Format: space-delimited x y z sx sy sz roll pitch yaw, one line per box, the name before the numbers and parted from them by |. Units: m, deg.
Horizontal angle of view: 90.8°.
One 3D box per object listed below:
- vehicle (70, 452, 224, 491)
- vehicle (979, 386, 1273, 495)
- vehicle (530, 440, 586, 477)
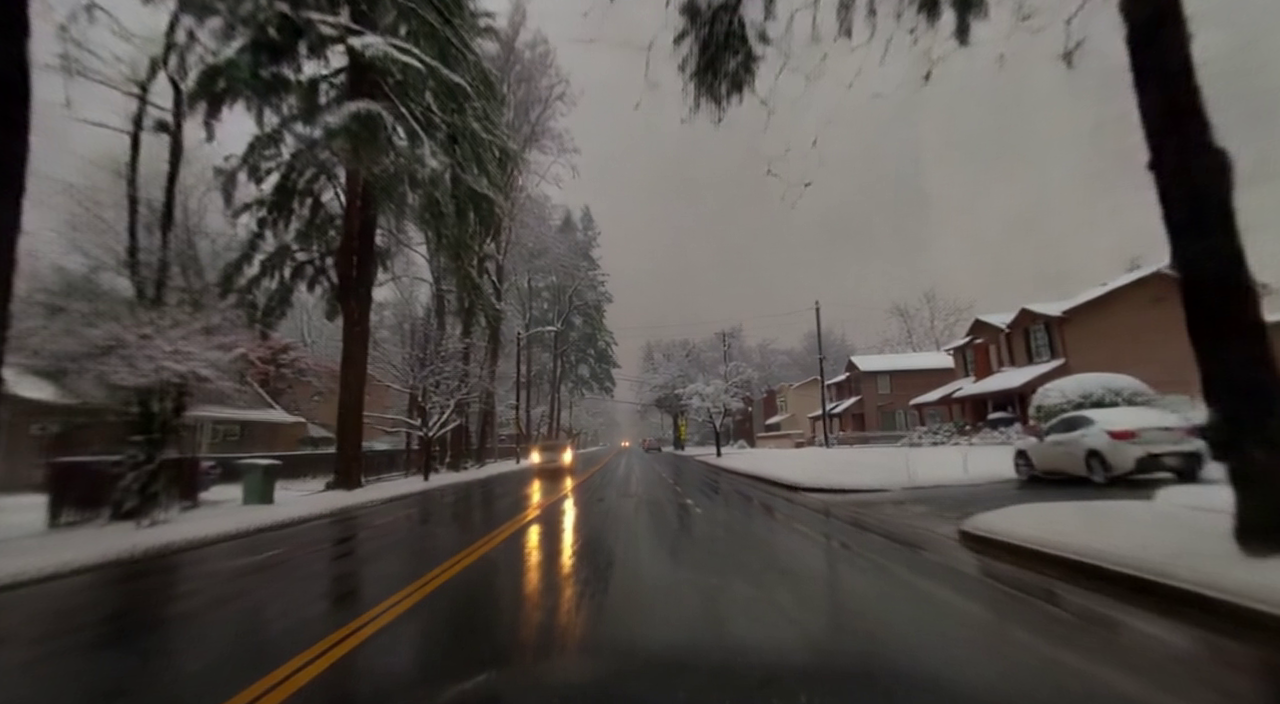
vehicle | -19.579 4.746 25.251 4.459 1.432 1.979 0 -8 -1
vehicle | 10.714 2.077 14.817 2.305 2.042 5.711 0 -8 0
vehicle | -4.011 5.293 31.645 2.208 1.663 4.326 -1 -8 0
